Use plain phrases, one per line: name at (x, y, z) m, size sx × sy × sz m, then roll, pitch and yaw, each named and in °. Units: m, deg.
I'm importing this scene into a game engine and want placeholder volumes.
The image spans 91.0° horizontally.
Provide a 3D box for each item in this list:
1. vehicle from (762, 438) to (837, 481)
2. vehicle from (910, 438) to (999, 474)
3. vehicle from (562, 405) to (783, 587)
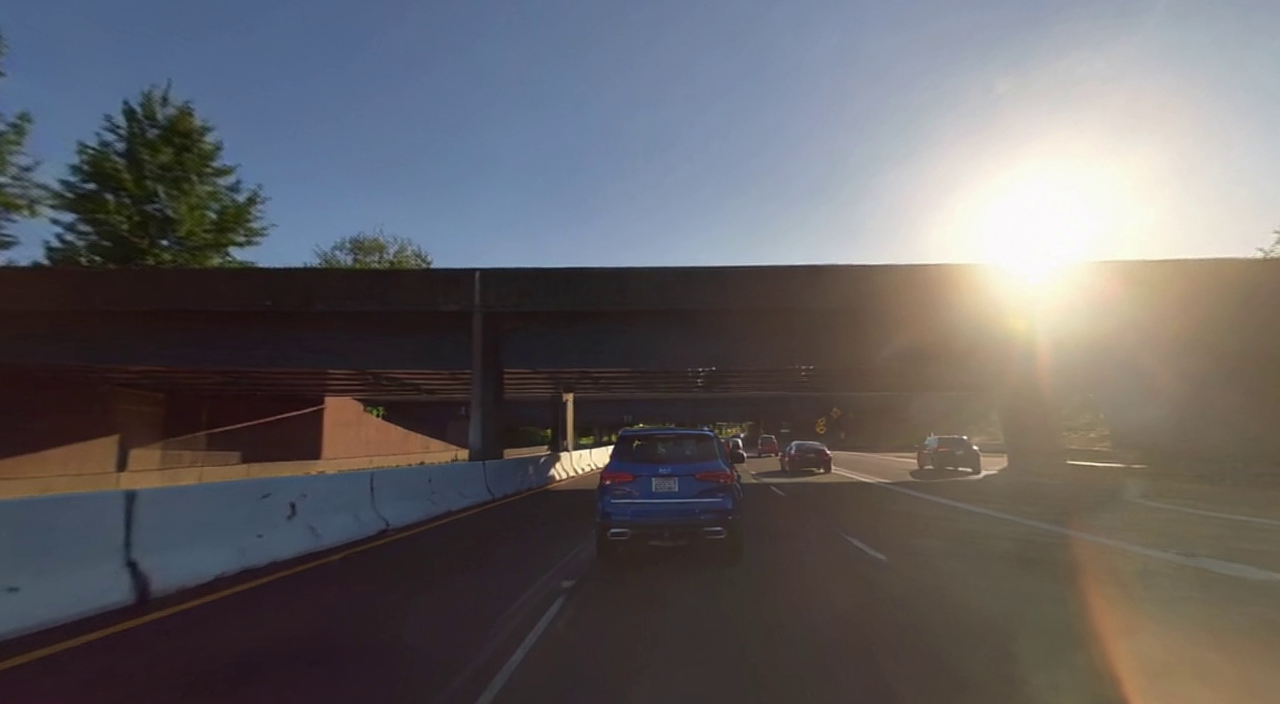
vehicle at (5.845, 3.974, 23.628) m, size 1.962 × 1.442 × 4.536 m, roll -1°, pitch -8°, yaw 4°
vehicle at (13.969, 4.629, 28.273) m, size 1.990 × 1.478 × 4.475 m, roll -1°, pitch -8°, yaw 5°
vehicle at (0.472, 1.615, 7.882) m, size 2.021 × 1.635 × 4.085 m, roll -1°, pitch -8°, yaw 5°
